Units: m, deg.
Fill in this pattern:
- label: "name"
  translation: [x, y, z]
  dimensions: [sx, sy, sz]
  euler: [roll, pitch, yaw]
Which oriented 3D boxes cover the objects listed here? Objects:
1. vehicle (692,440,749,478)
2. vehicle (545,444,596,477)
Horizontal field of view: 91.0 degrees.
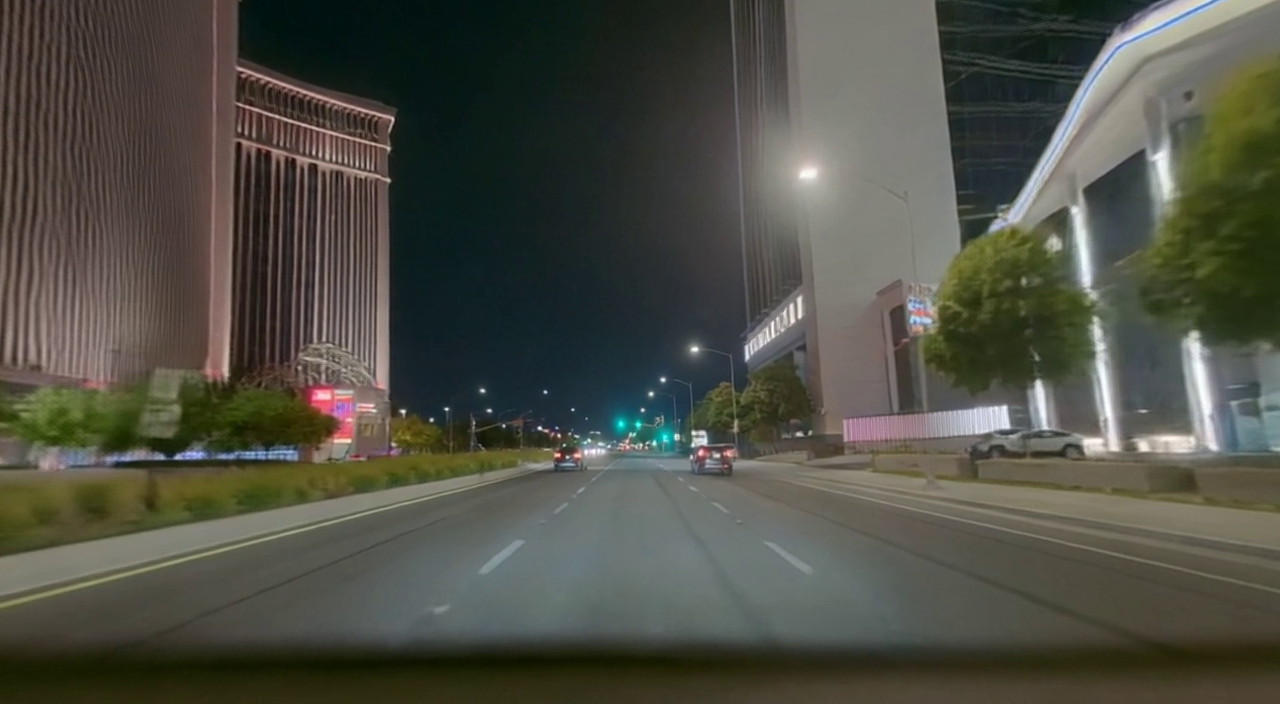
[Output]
- label: "vehicle"
  translation: [3.899, 5.263, 31.282]
  dimensions: [2.083, 1.743, 4.354]
  euler: [0, -9, -2]
- label: "vehicle"
  translation: [-3.316, 5.245, 30.702]
  dimensions: [2.005, 1.477, 4.169]
  euler: [0, -9, 0]
